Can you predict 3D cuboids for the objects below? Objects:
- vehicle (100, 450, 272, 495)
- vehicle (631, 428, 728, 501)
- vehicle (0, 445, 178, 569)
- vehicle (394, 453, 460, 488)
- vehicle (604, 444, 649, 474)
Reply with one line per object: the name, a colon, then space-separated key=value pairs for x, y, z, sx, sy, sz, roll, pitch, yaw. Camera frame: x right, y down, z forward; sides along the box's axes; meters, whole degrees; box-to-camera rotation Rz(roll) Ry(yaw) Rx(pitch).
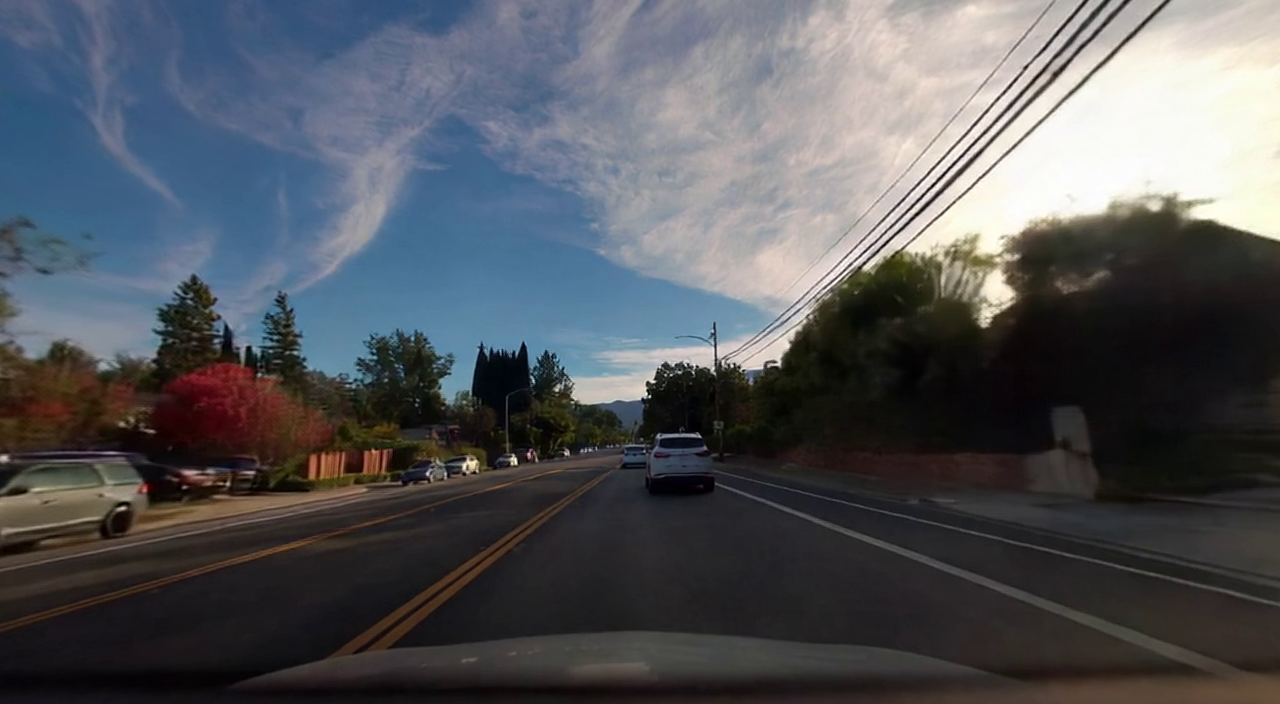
vehicle: x=-20.706 y=5.479 z=29.086 sx=6.011 sy=1.909 sz=2.279 roll=1 pitch=-9 yaw=-4
vehicle: x=0.944 y=3.117 z=17.914 sx=2.200 sy=1.763 sz=4.676 roll=0 pitch=-8 yaw=-3
vehicle: x=-12.114 y=2.933 z=12.294 sx=2.504 sy=2.031 sz=5.237 roll=-3 pitch=-8 yaw=-3
vehicle: x=-12.365 y=6.862 z=37.042 sx=2.150 sy=1.644 sz=5.120 roll=-5 pitch=-8 yaw=-1
vehicle: x=-0.729 y=5.609 z=33.335 sx=2.196 sy=1.449 sz=4.006 roll=0 pitch=-8 yaw=-2
